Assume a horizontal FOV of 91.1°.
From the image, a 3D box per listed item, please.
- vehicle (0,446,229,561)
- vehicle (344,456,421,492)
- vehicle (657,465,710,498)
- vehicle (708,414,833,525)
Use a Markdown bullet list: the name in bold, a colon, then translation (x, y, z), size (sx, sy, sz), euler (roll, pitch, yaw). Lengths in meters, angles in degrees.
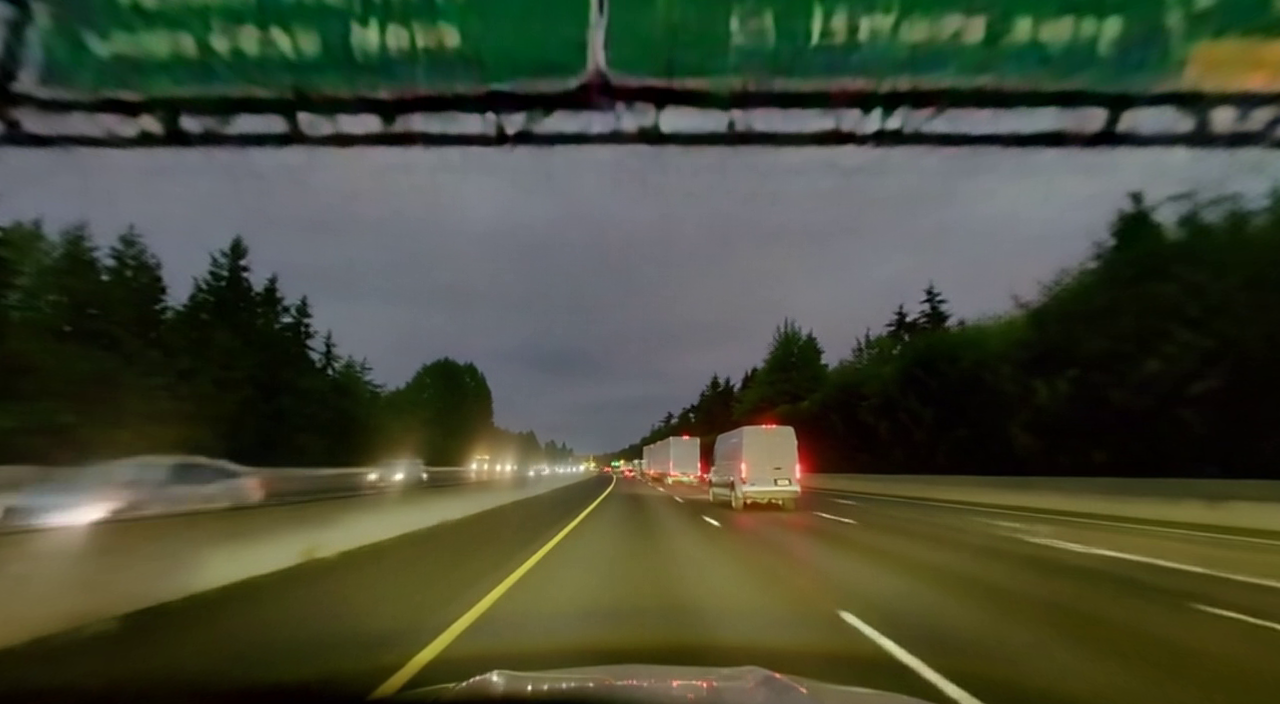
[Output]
- **vehicle**: translation (-9.426, 2.399, 10.504), size (1.912, 1.497, 4.625), euler (1, -10, 0)
- **vehicle**: translation (-13.619, 6.495, 33.579), size (2.017, 1.710, 4.881), euler (1, -10, 0)
- **vehicle**: translation (2.076, 6.427, 31.386), size (2.081, 1.453, 4.300), euler (1, -10, -3)
- **vehicle**: translation (3.454, 3.341, 17.969), size (2.291, 2.639, 5.280), euler (1, -10, -2)
